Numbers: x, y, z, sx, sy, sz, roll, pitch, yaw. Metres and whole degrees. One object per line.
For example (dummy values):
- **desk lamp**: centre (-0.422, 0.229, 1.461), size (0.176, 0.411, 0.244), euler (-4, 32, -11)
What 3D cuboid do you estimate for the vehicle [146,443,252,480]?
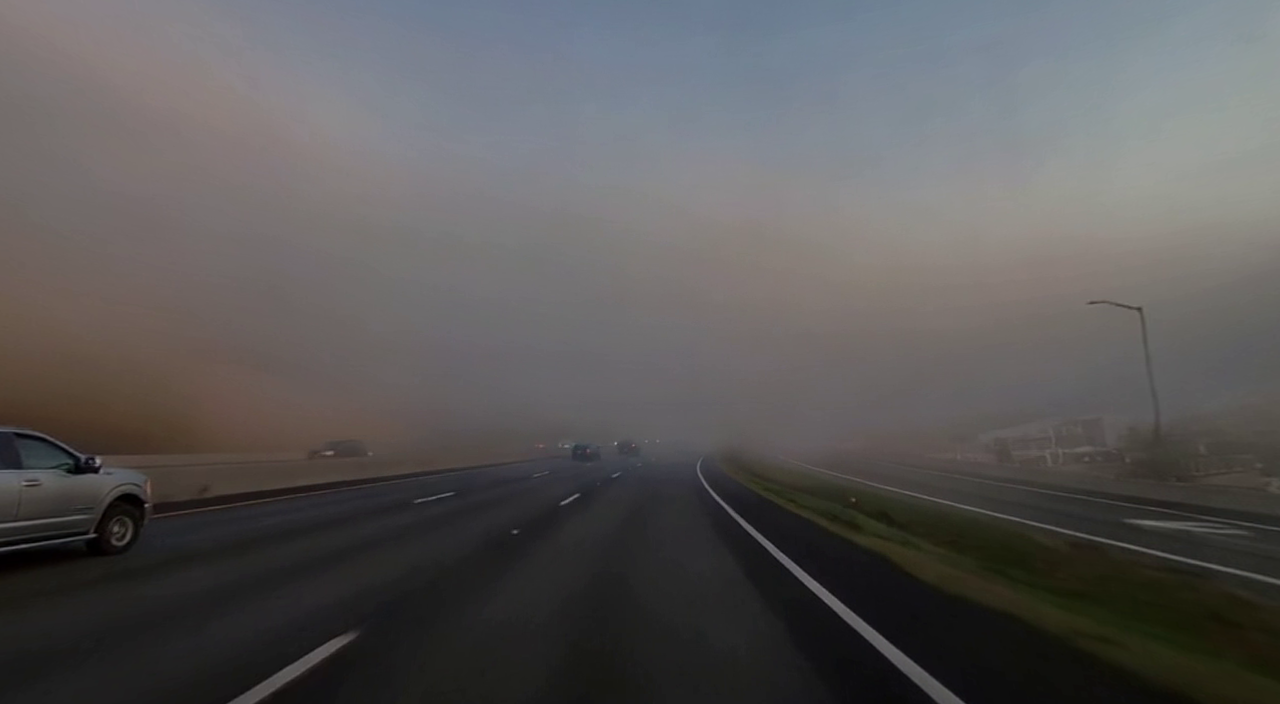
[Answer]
- **vehicle**: centre (-18.989, 4.692, 27.396), size (1.765, 1.479, 3.669), euler (-1, -8, 4)

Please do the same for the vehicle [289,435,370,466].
- **vehicle**: centre (-21.102, 6.731, 43.220), size (2.161, 1.927, 5.987), euler (-1, -8, 5)

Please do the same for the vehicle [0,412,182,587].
- **vehicle**: centre (-6.994, 1.355, 5.683), size (1.923, 1.630, 4.857), euler (-1, -8, 2)
